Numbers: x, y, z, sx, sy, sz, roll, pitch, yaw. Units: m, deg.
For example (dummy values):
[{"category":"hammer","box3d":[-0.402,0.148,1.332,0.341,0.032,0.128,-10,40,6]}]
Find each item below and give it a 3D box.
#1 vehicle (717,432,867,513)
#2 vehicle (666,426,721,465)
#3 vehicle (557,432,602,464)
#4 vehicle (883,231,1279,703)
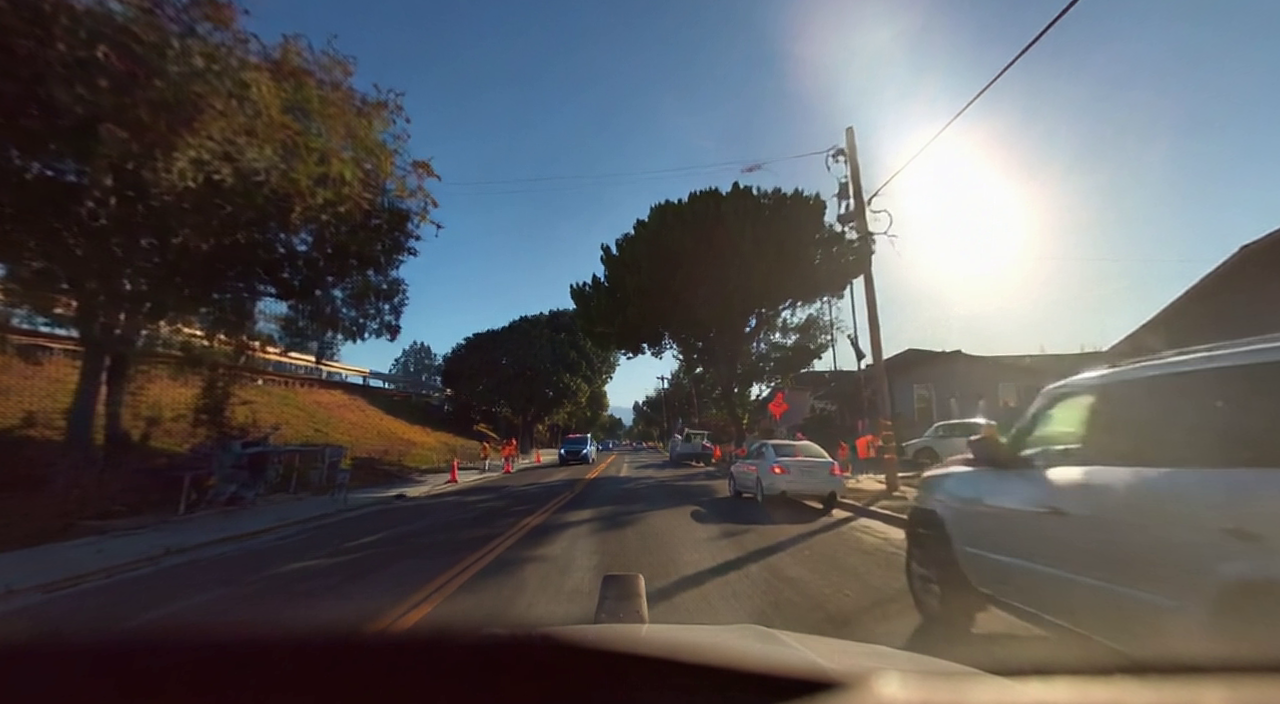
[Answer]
[{"category":"vehicle","box3d":[3.134,2.619,14.223,2.006,1.482,4.722,0,-9,-3]},{"category":"vehicle","box3d":[3.047,5.623,37.811,2.759,2.114,6.152,0,-9,0]},{"category":"vehicle","box3d":[-3.927,6.368,41.794,2.358,1.921,5.675,0,-9,0]},{"category":"vehicle","box3d":[3.251,0.723,2.927,2.293,1.957,4.934,0,-9,0]}]
